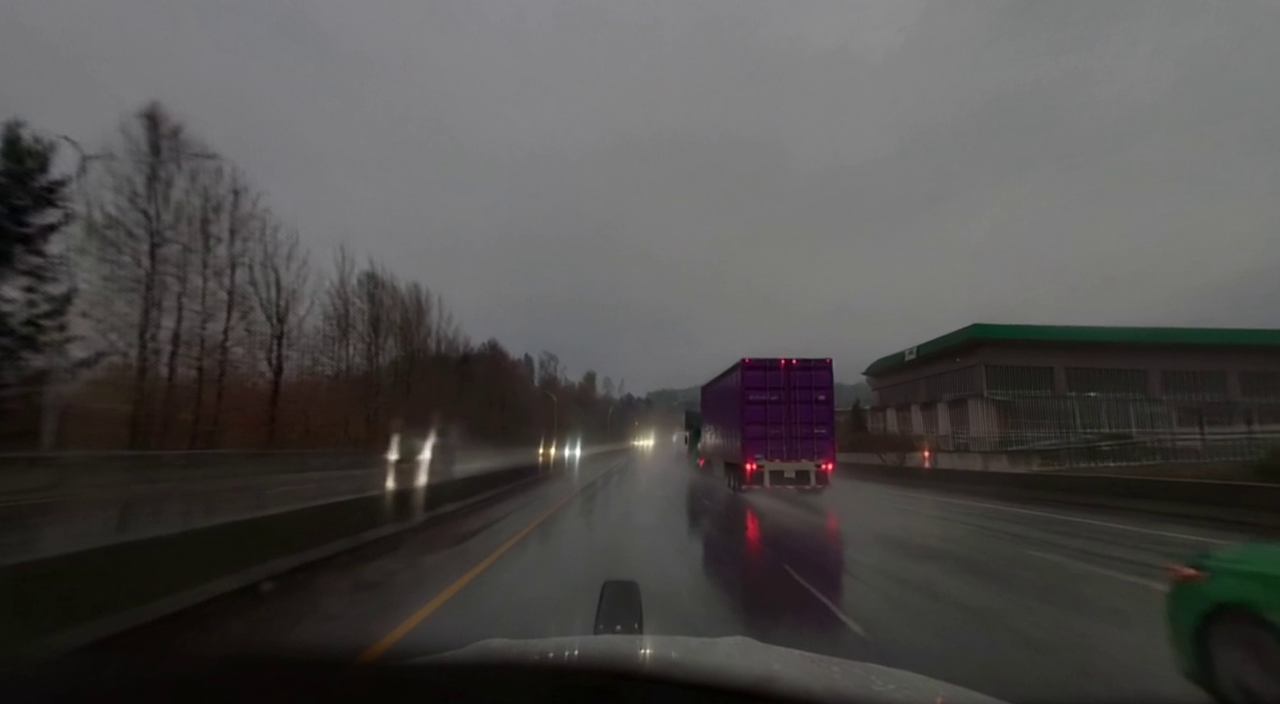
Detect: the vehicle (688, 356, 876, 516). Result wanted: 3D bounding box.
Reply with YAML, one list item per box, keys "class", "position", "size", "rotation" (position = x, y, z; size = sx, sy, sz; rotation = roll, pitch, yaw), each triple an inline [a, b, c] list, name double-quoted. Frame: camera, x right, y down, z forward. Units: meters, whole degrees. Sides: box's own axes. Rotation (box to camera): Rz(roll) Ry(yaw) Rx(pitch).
- class: "vehicle"
  position: [3.704, 2.945, 21.245]
  size: [2.916, 3.563, 14.462]
  rotation: [0, -9, 0]

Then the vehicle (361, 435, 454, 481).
- class: "vehicle"
  position: [-9.137, 4.204, 25.055]
  size: [1.955, 1.683, 4.168]
  rotation: [0, -9, 2]

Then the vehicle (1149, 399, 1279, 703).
- class: "vehicle"
  position: [3.632, 0.775, 1.225]
  size: [1.971, 1.558, 3.834]
  rotation: [0, -9, -1]
